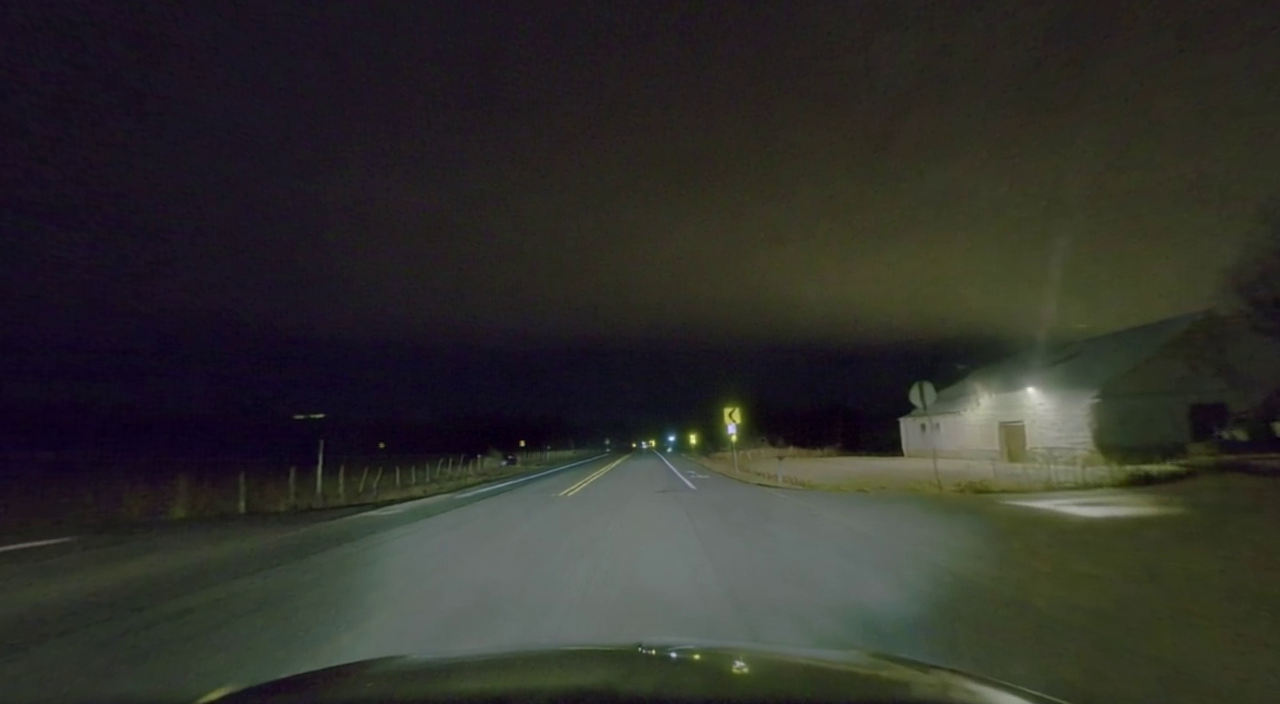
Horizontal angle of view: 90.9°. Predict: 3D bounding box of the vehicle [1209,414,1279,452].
[{"bbox_3d":[26.730,3.554,27.322,1.802,1.479,4.911,-4,-10,28],"label":"vehicle"}]
